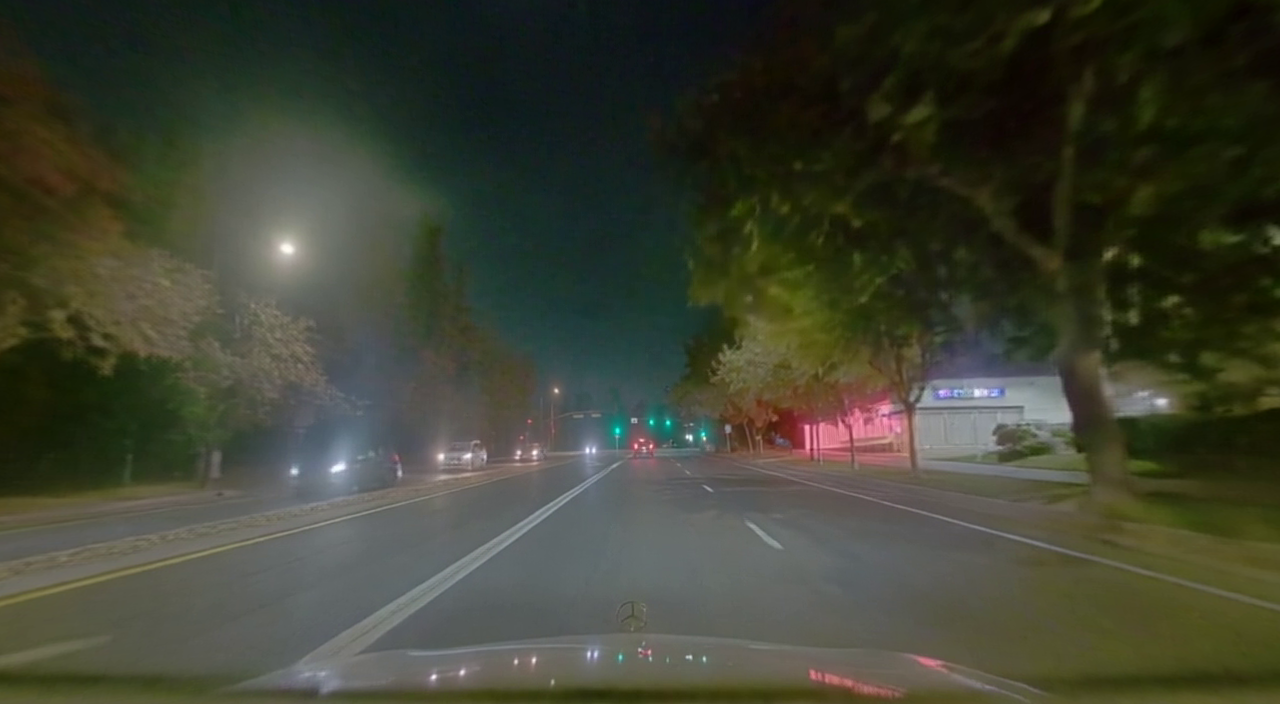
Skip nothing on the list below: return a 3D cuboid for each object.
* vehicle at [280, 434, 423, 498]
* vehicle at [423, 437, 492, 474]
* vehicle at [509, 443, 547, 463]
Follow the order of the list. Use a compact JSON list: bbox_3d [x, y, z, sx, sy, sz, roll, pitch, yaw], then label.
[{"bbox_3d":[-8.833,3.507,19.858,2.250,1.747,4.492,-1,-8,2],"label":"vehicle"},{"bbox_3d":[-9.678,5.521,33.907,2.230,1.777,4.797,0,-8,1],"label":"vehicle"},{"bbox_3d":[-8.465,7.664,48.065,1.946,1.470,4.443,-1,-8,2],"label":"vehicle"}]
